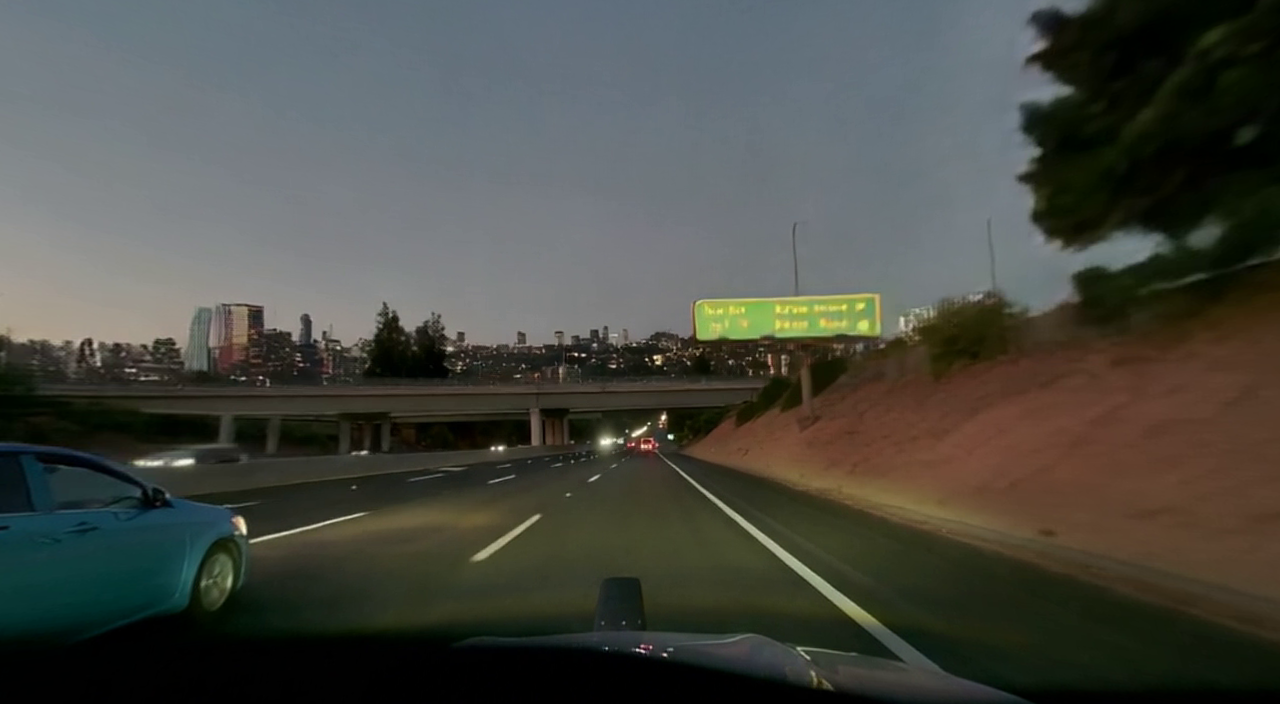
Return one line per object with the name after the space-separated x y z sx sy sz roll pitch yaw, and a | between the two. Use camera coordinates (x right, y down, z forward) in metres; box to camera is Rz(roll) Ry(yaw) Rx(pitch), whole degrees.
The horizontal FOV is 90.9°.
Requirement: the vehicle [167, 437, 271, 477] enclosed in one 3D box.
-16.223 4.049 24.509 1.530 1.404 3.459 0 -8 2 | vehicle

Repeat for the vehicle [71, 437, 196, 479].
-20.222 4.232 25.402 1.890 1.538 3.644 0 -8 3 | vehicle
